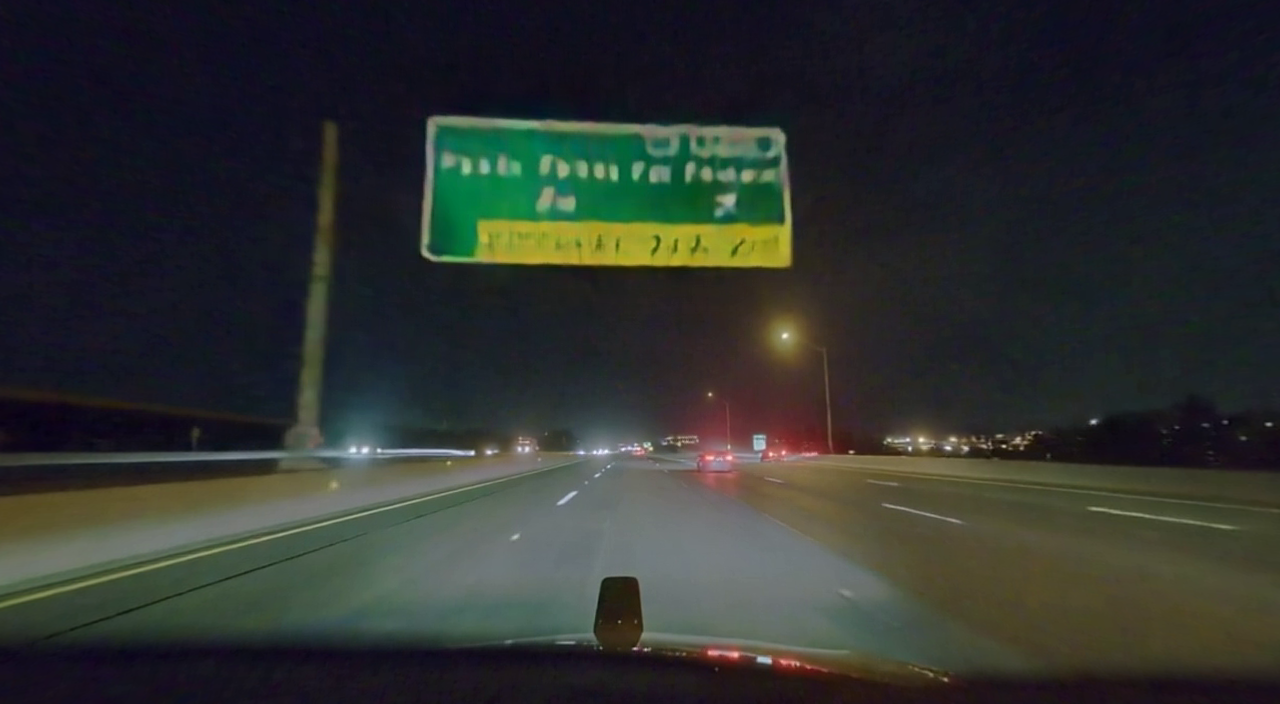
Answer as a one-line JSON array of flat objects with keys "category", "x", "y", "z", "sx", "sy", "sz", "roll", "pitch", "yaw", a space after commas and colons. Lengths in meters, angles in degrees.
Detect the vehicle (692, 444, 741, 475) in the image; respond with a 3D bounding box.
[{"category": "vehicle", "x": 4.034, "y": 5.737, "z": 33.664, "sx": 1.984, "sy": 1.540, "sz": 3.973, "roll": 0, "pitch": -9, "yaw": -2}]
